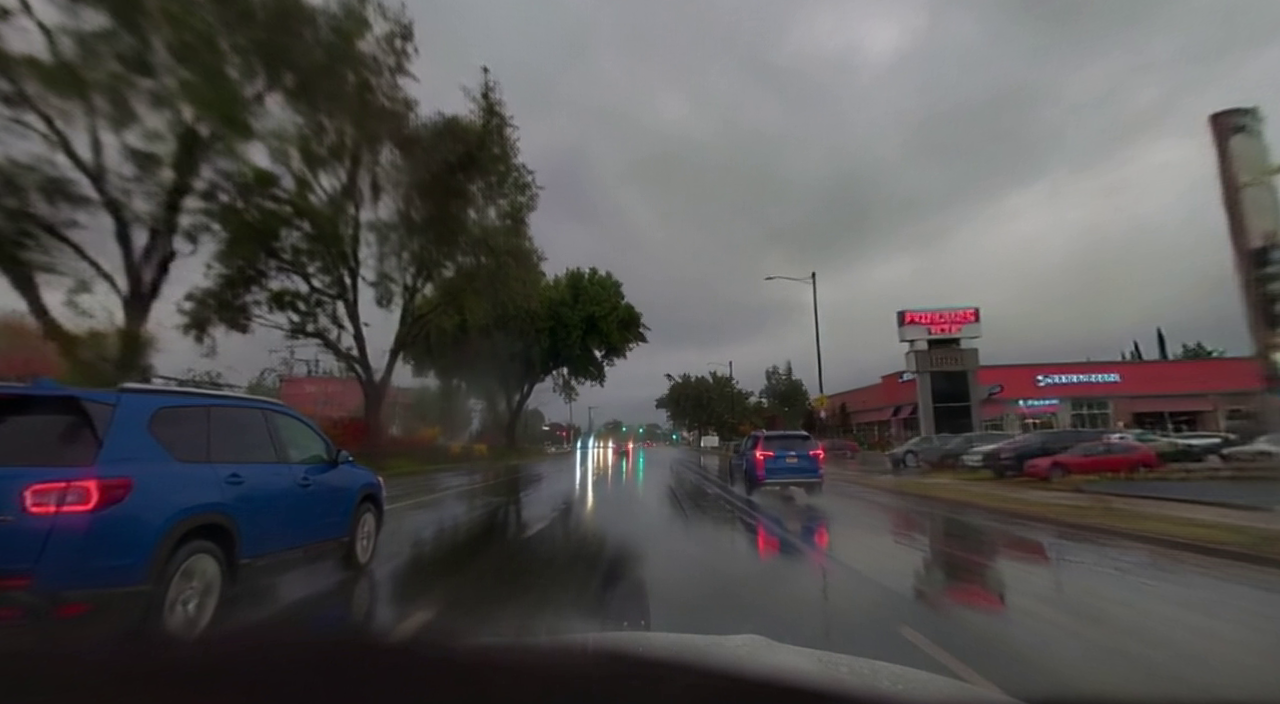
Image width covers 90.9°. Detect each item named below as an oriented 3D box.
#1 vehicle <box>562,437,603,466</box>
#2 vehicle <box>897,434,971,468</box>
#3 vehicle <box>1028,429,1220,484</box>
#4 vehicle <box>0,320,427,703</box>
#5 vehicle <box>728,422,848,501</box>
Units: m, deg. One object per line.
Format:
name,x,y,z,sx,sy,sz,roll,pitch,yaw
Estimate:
vehicle,-3.640,6.406,40.626,2.112,1.775,4.404,0,-8,1
vehicle,15.655,5.283,33.849,1.897,1.662,4.504,0,-8,2
vehicle,13.660,2.962,17.960,4.040,1.497,1.702,0,-8,-1
vehicle,-3.843,1.138,5.558,2.210,1.925,4.838,0,-8,0
vehicle,3.672,2.814,16.576,2.024,1.773,4.431,0,-8,0
